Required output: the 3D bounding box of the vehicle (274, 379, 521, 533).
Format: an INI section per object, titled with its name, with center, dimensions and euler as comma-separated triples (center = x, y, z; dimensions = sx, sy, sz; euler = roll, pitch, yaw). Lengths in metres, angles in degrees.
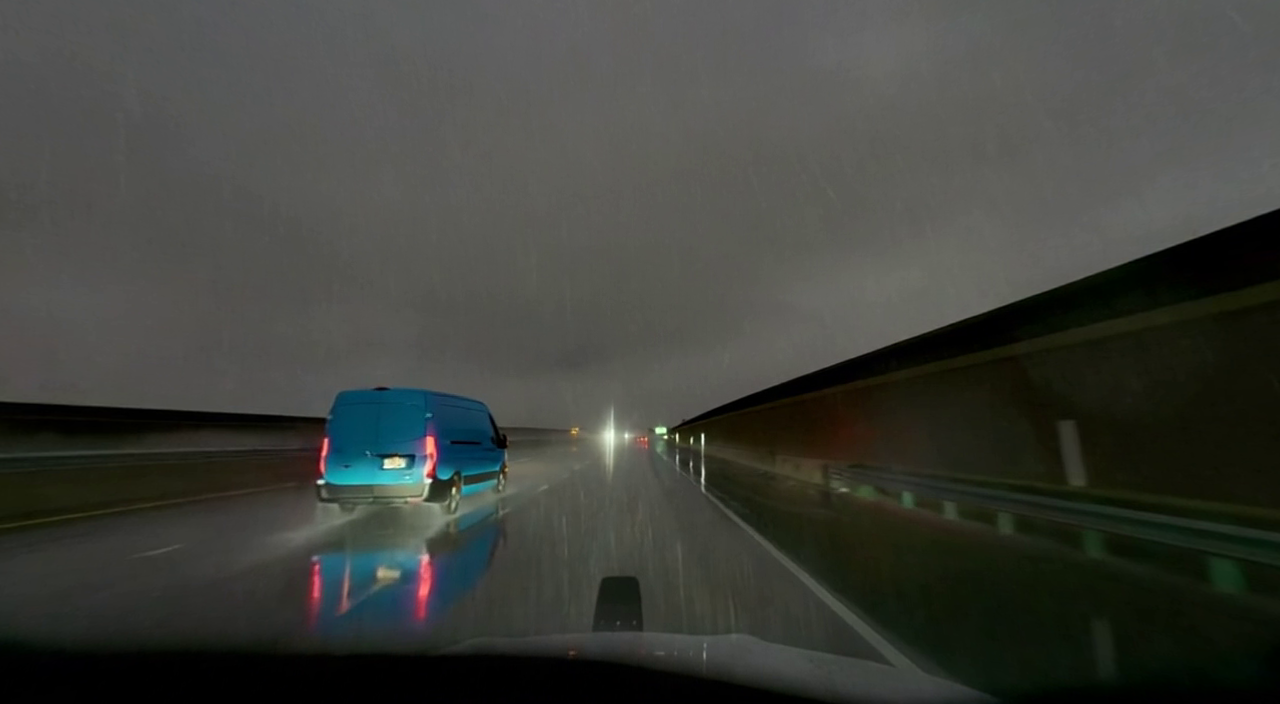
[vehicle]
center = -3.712, 1.714, 10.915
dimensions = 2.309, 2.053, 4.884
euler = 0, -8, 0
